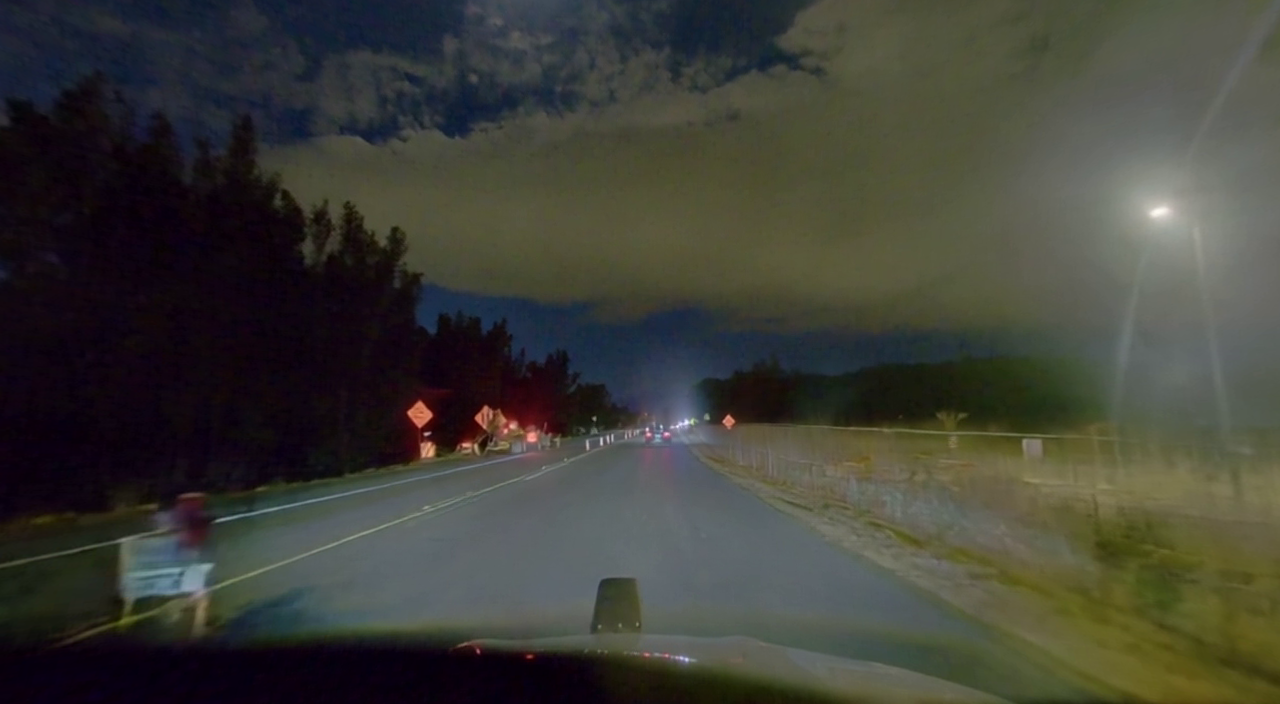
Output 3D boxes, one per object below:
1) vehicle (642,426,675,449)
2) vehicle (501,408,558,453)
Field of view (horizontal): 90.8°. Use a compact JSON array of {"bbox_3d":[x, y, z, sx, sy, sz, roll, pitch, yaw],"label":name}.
[{"bbox_3d":[1.284,5.971,43.977,2.172,1.486,3.581,-1,-9,2],"label":"vehicle"},{"bbox_3d":[-7.005,5.036,40.285,3.064,2.710,2.385,-1,-9,3],"label":"vehicle"}]
